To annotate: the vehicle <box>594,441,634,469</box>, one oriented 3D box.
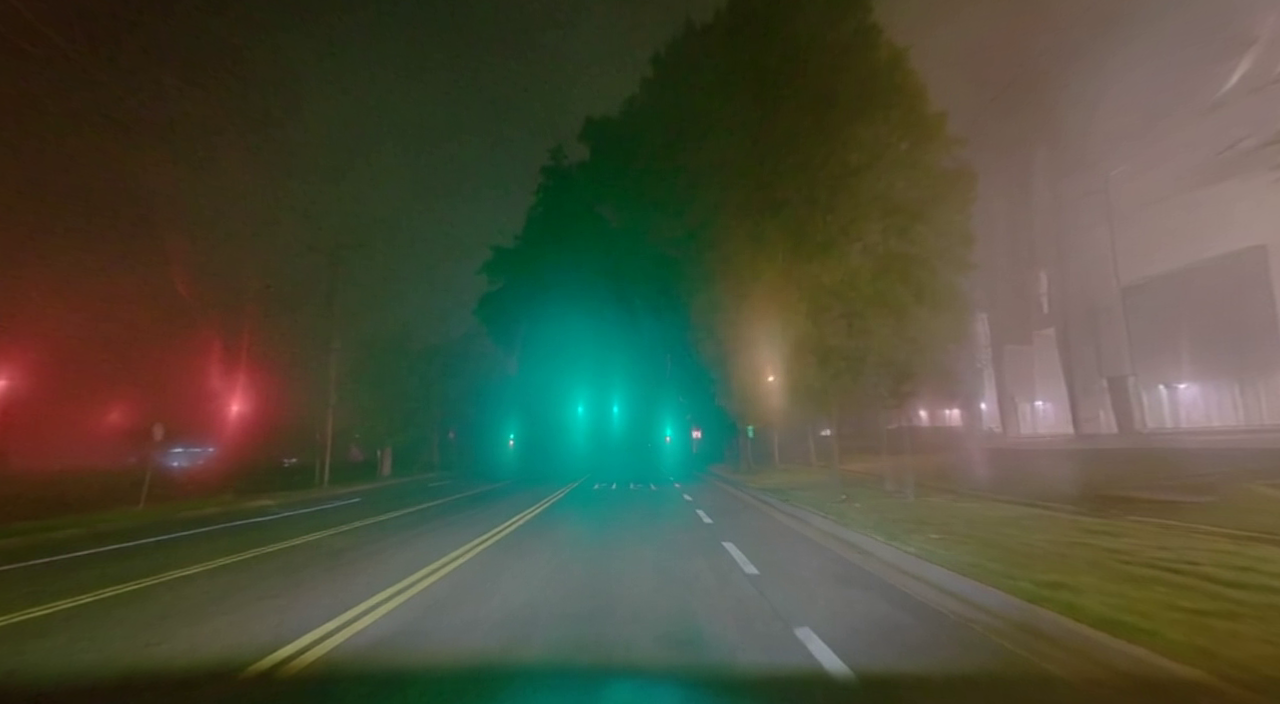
[{"bbox_3d":[-1.523,5.835,36.077,2.131,1.474,4.146,1,-8,-4],"label":"vehicle"}]
